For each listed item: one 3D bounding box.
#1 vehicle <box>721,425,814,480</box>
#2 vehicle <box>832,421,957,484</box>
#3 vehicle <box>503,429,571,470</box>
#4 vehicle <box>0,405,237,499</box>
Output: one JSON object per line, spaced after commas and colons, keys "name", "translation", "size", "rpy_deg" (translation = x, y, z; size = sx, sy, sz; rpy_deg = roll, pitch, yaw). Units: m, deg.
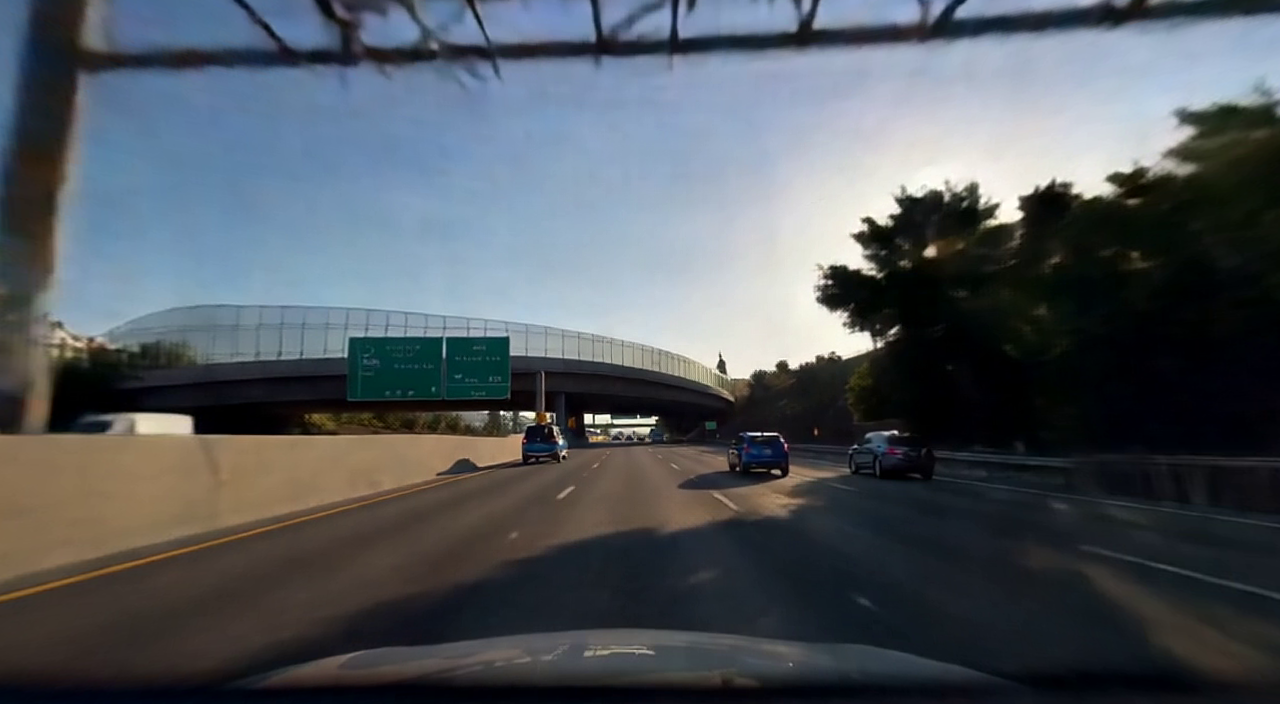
{"name": "vehicle", "translation": [3.958, 3.188, 20.238], "size": [2.011, 1.576, 4.060], "rpy_deg": [0, -8, -2]}
{"name": "vehicle", "translation": [7.322, 2.910, 18.569], "size": [1.956, 1.634, 3.935], "rpy_deg": [0, -8, -1]}
{"name": "vehicle", "translation": [-3.916, 3.780, 24.637], "size": [2.032, 1.465, 4.316], "rpy_deg": [0, -8, -1]}
{"name": "vehicle", "translation": [-16.955, 3.257, 21.049], "size": [2.361, 2.616, 6.862], "rpy_deg": [0, -8, -1]}
